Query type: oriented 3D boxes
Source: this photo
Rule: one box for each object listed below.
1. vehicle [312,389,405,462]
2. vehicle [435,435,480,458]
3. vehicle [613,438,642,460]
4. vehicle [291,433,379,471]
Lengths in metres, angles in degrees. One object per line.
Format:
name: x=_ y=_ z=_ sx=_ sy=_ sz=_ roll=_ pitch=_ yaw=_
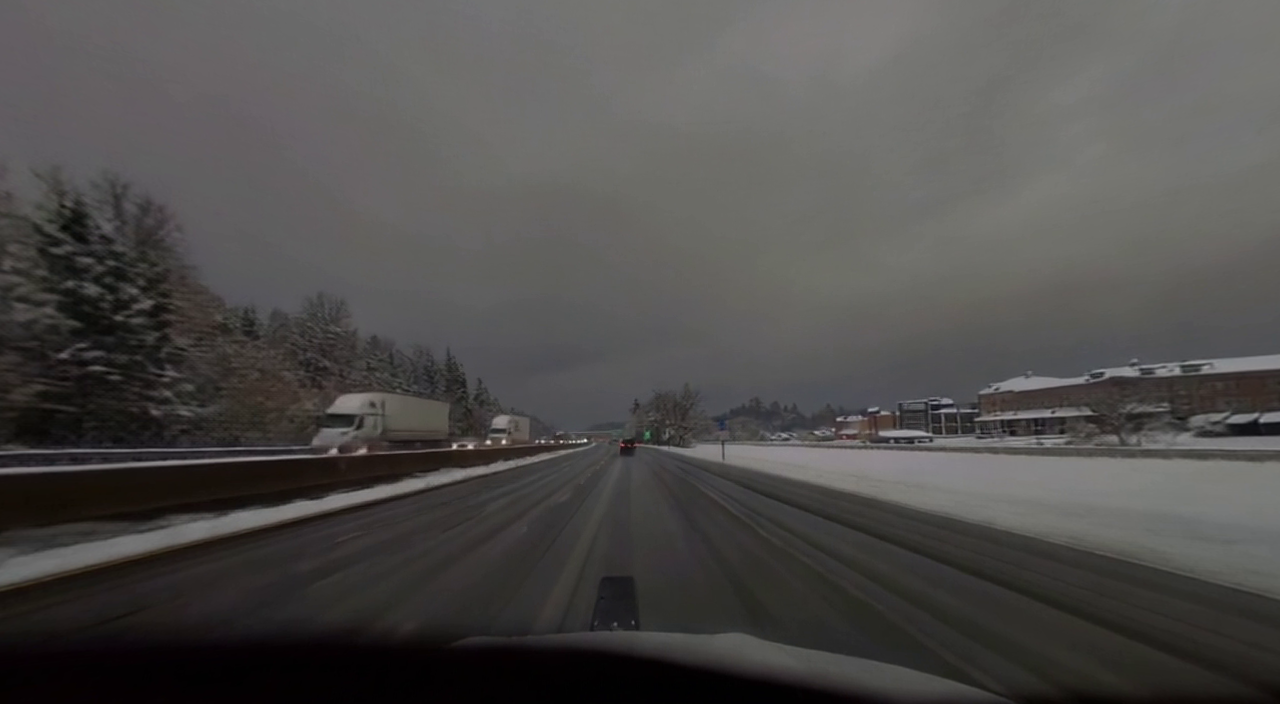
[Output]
vehicle: x=-17.180 y=4.609 z=38.940 sx=3.008 sy=4.071 sz=6.136 roll=0 pitch=-8 yaw=-2
vehicle: x=-13.360 y=6.953 z=46.387 sx=2.006 sy=1.512 sz=4.784 roll=0 pitch=-8 yaw=-2
vehicle: x=-0.955 y=7.301 z=47.535 sx=2.099 sy=1.504 sz=3.843 roll=0 pitch=-8 yaw=-2
vehicle: x=-12.479 y=4.106 z=26.019 sx=1.736 sy=1.426 sz=3.824 roll=0 pitch=-8 yaw=-1
